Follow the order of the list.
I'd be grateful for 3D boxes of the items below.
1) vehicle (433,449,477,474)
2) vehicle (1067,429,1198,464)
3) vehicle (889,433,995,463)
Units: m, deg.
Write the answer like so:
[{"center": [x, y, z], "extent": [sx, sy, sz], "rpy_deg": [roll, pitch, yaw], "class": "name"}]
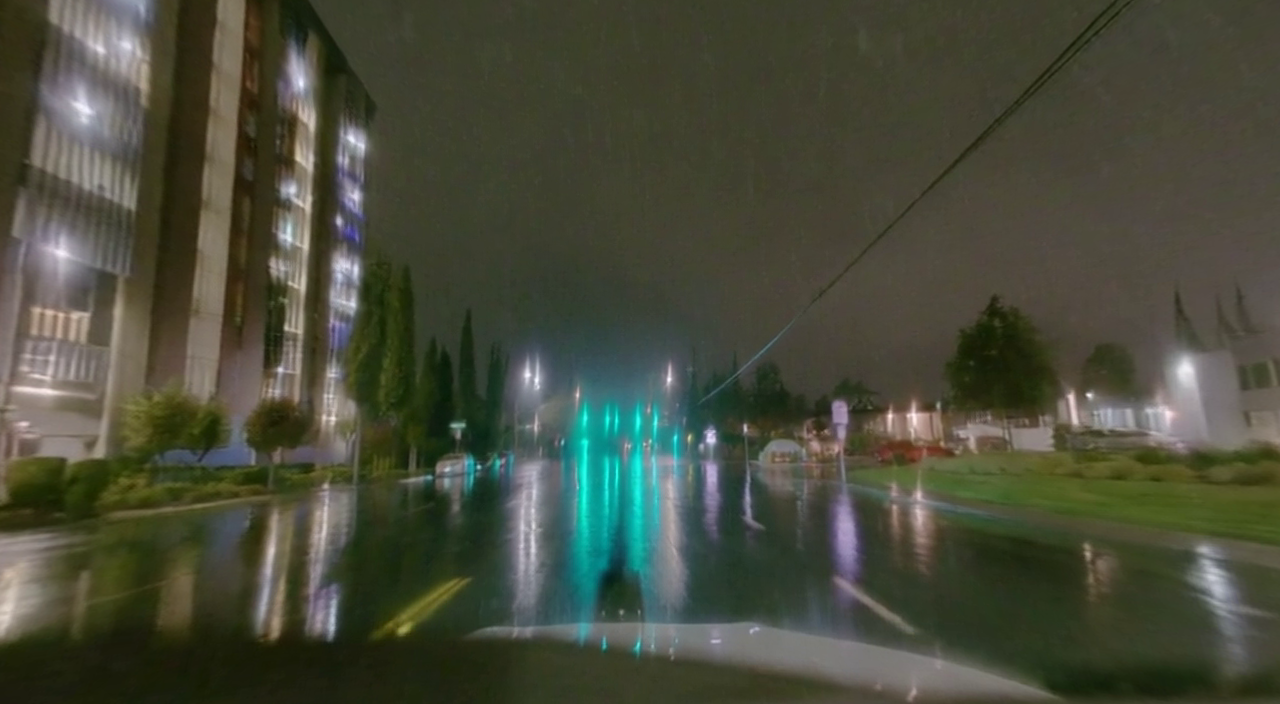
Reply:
[{"center": [-13.381, 7.919, 45.938], "extent": [1.851, 1.645, 4.152], "rpy_deg": [-1, -9, 1], "class": "vehicle"}, {"center": [24.925, 4.803, 32.128], "extent": [4.861, 1.684, 2.014], "rpy_deg": [0, -9, 1], "class": "vehicle"}, {"center": [18.557, 5.937, 39.020], "extent": [5.466, 1.734, 1.999], "rpy_deg": [-1, -9, 1], "class": "vehicle"}]
